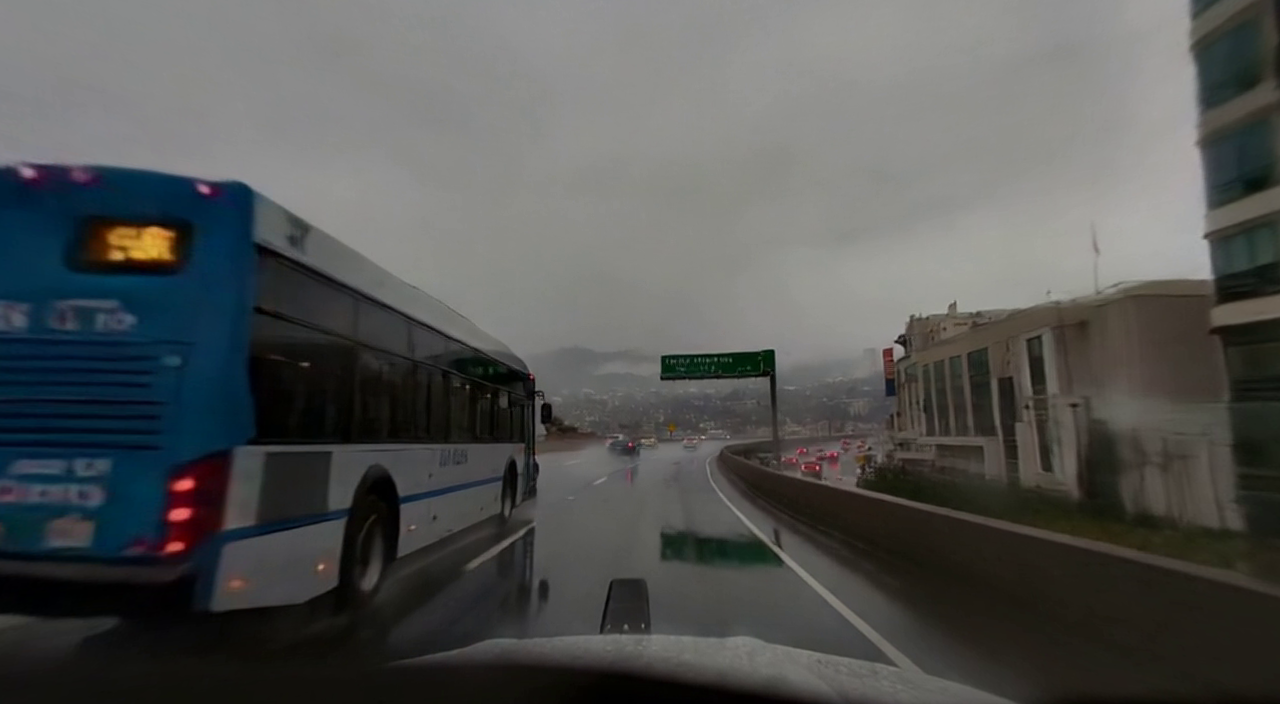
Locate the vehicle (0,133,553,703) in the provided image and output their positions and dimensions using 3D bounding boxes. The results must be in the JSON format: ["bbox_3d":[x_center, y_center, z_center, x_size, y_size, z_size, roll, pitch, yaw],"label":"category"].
[{"bbox_3d":[-3.146,0.946,7.292,2.888,2.944,8.373,-1,-9,2],"label":"vehicle"}]

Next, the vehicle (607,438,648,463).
[{"bbox_3d":[-0.720,6.292,40.306,1.928,1.455,4.361,-2,-9,8],"label":"vehicle"}]
